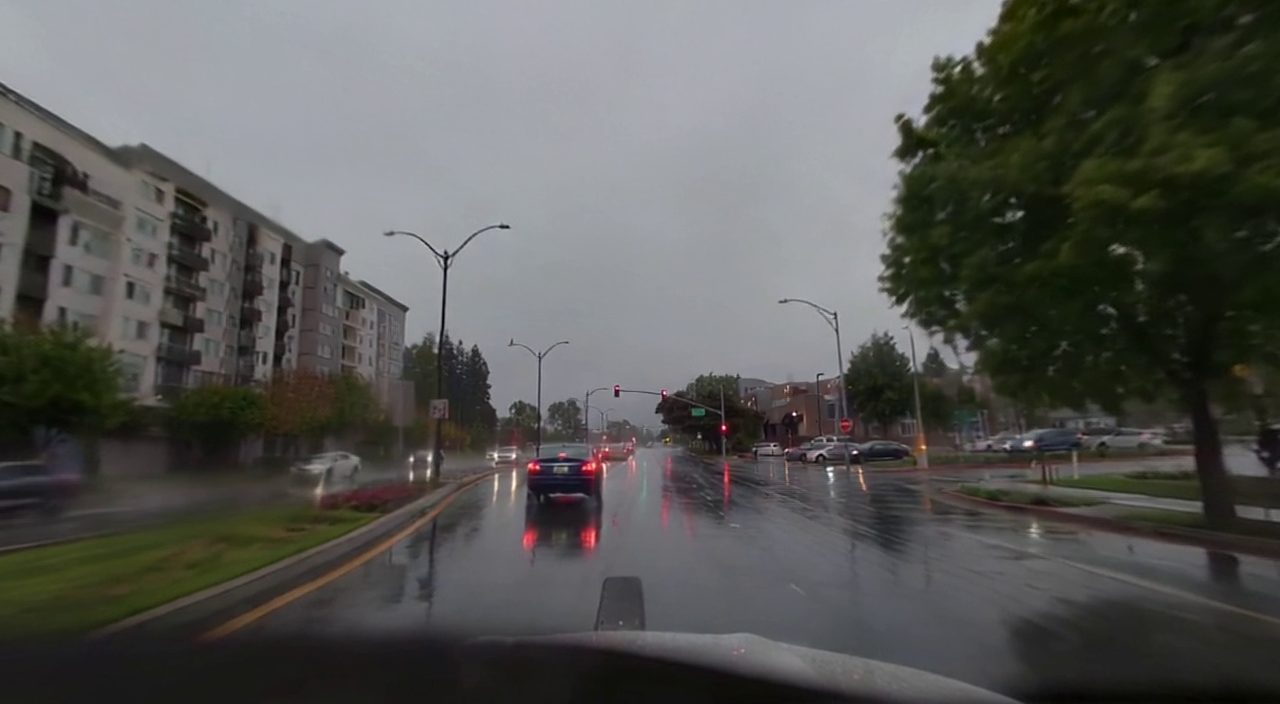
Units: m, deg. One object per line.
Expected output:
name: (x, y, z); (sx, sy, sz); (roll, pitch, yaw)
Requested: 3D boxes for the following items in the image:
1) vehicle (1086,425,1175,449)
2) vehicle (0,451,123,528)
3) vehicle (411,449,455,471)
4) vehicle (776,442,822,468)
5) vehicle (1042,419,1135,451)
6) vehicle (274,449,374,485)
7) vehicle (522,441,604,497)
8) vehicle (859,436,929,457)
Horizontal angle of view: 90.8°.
vehicle: (34.381, 5.979, 44.348); (4.531, 1.596, 1.929); (-1, -9, 2)
vehicle: (-13.539, 2.820, 13.099); (1.882, 1.475, 4.522); (0, -9, -1)
vehicle: (-14.245, 7.448, 43.645); (1.808, 1.444, 3.609); (0, -9, 0)
vehicle: (10.826, 7.009, 43.311); (1.975, 1.677, 4.400); (0, -9, -1)
vehicle: (33.791, 6.296, 47.689); (5.156, 2.086, 2.144); (-3, -10, 2)
vehicle: (-14.269, 5.179, 28.896); (2.149, 1.468, 4.707); (0, -9, 0)
vehicle: (-2.188, 3.440, 18.987); (2.144, 1.447, 4.421); (0, -9, -4)
vehicle: (18.929, 7.083, 47.233); (4.416, 1.519, 1.988); (-1, -9, 3)
